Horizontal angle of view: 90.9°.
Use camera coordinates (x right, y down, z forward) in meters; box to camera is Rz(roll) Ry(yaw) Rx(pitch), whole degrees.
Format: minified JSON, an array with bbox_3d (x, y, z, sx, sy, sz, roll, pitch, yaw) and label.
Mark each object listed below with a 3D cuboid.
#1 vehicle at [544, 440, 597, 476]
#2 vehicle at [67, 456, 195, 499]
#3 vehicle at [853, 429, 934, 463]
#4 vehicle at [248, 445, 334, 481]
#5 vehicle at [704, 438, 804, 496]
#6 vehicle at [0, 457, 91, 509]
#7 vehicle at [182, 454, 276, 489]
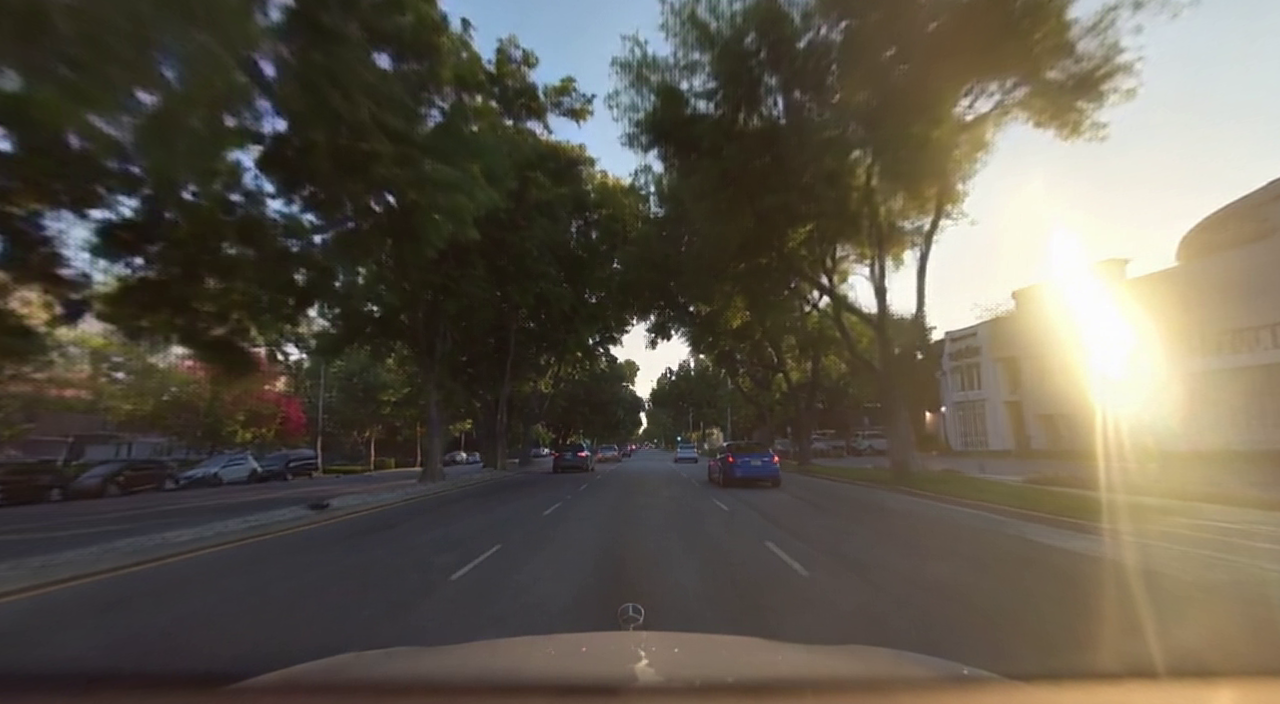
[{"bbox_3d":[-3.348,5.239,31.296,2.113,1.626,4.129,-1,-8,1],"label":"vehicle"},{"bbox_3d":[-22.408,5.503,28.026,1.794,1.664,4.582,-1,-8,1],"label":"vehicle"},{"bbox_3d":[16.822,6.308,42.243,2.160,2.093,5.795,1,-9,-10],"label":"vehicle"},{"bbox_3d":[-22.251,7.085,40.521,2.255,2.117,5.319,-1,-8,2],"label":"vehicle"},{"bbox_3d":[3.191,3.334,18.645,2.083,1.474,4.360,0,-8,-1],"label":"vehicle"},{"bbox_3d":[-22.528,4.619,22.332,1.918,1.698,4.581,-1,-8,1],"label":"vehicle"},{"bbox_3d":[-22.248,6.439,34.371,1.887,1.669,4.753,-1,-8,1],"label":"vehicle"}]
